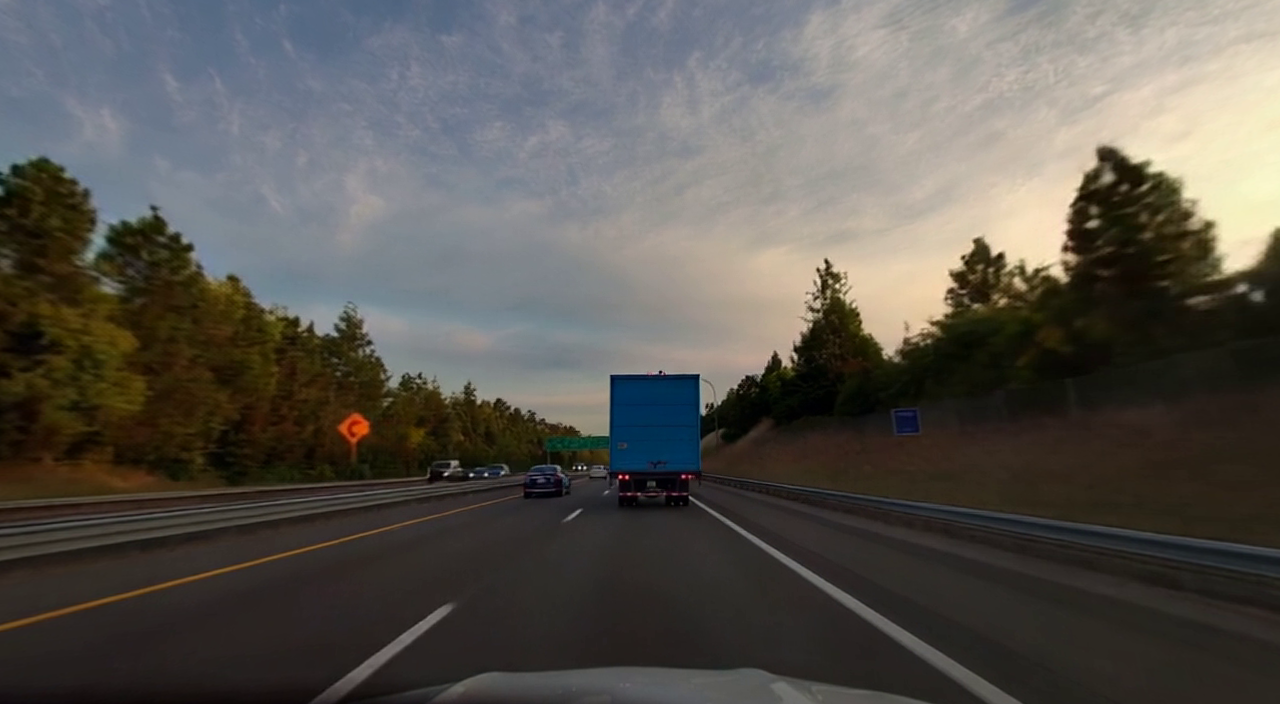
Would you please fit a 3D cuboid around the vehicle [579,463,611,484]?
[{"bbox_3d":[-3.400,9.336,48.488,2.079,1.506,4.821,0,-10,1],"label":"vehicle"}]

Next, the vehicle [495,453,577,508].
[{"bbox_3d":[-3.496,4.450,22.056,2.076,1.691,4.555,1,-10,0],"label":"vehicle"}]

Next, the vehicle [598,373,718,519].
[{"bbox_3d":[0.396,3.230,20.869,3.008,3.678,9.512,1,-10,-1],"label":"vehicle"}]
